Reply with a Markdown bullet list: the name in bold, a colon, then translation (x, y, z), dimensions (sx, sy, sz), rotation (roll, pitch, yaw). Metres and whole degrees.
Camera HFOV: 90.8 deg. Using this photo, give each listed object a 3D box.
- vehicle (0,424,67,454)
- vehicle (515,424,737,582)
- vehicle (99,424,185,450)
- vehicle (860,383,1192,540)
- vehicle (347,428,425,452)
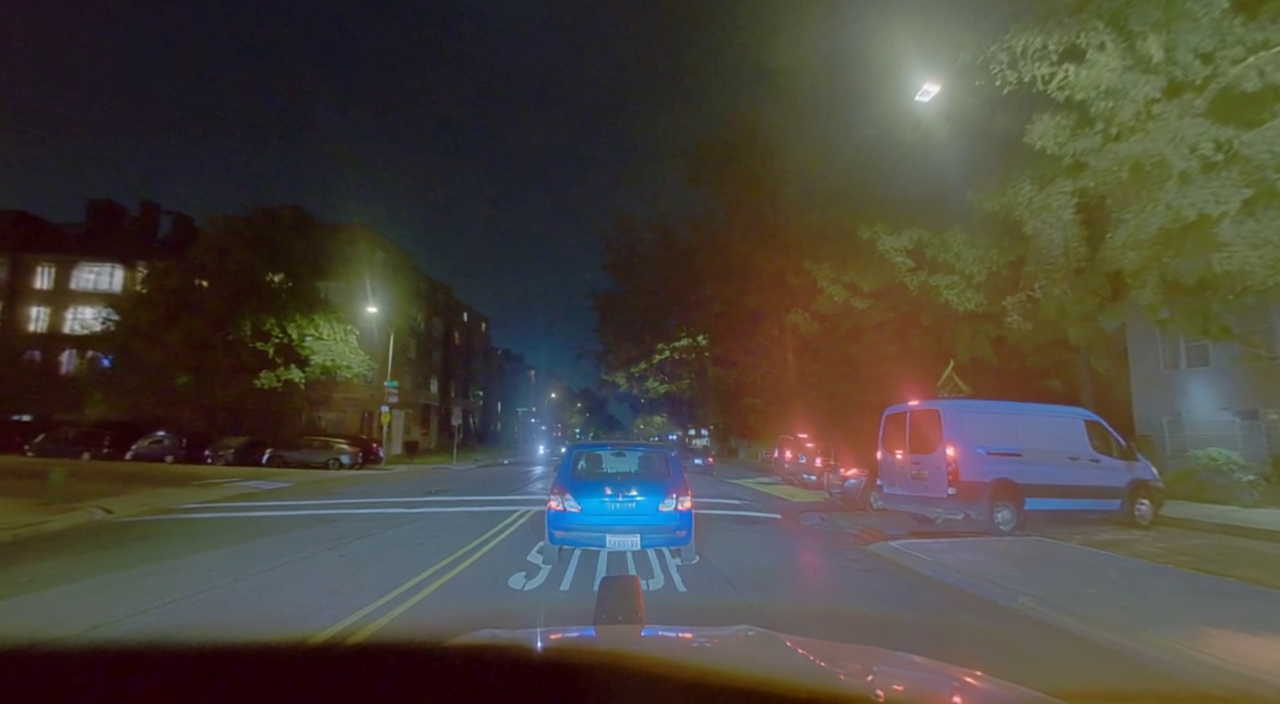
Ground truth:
- **vehicle**: translation (-31.832, 4.367, 31.672), dimensions (4.168, 1.458, 1.904), rotation (0, -9, -2)
- **vehicle**: translation (-0.194, 1.746, 8.220), dimensions (2.065, 1.450, 4.522), rotation (0, -8, -2)
- **vehicle**: translation (-31.804, 5.455, 40.411), dimensions (3.915, 1.574, 1.850), rotation (0, -9, 3)
- **vehicle**: translation (6.652, 1.821, 10.870), dimensions (5.385, 2.146, 2.143), rotation (4, -9, -25)
- **vehicle**: translation (-18.453, 6.428, 46.065), dimensions (4.892, 1.679, 1.927), rotation (1, -9, -6)
